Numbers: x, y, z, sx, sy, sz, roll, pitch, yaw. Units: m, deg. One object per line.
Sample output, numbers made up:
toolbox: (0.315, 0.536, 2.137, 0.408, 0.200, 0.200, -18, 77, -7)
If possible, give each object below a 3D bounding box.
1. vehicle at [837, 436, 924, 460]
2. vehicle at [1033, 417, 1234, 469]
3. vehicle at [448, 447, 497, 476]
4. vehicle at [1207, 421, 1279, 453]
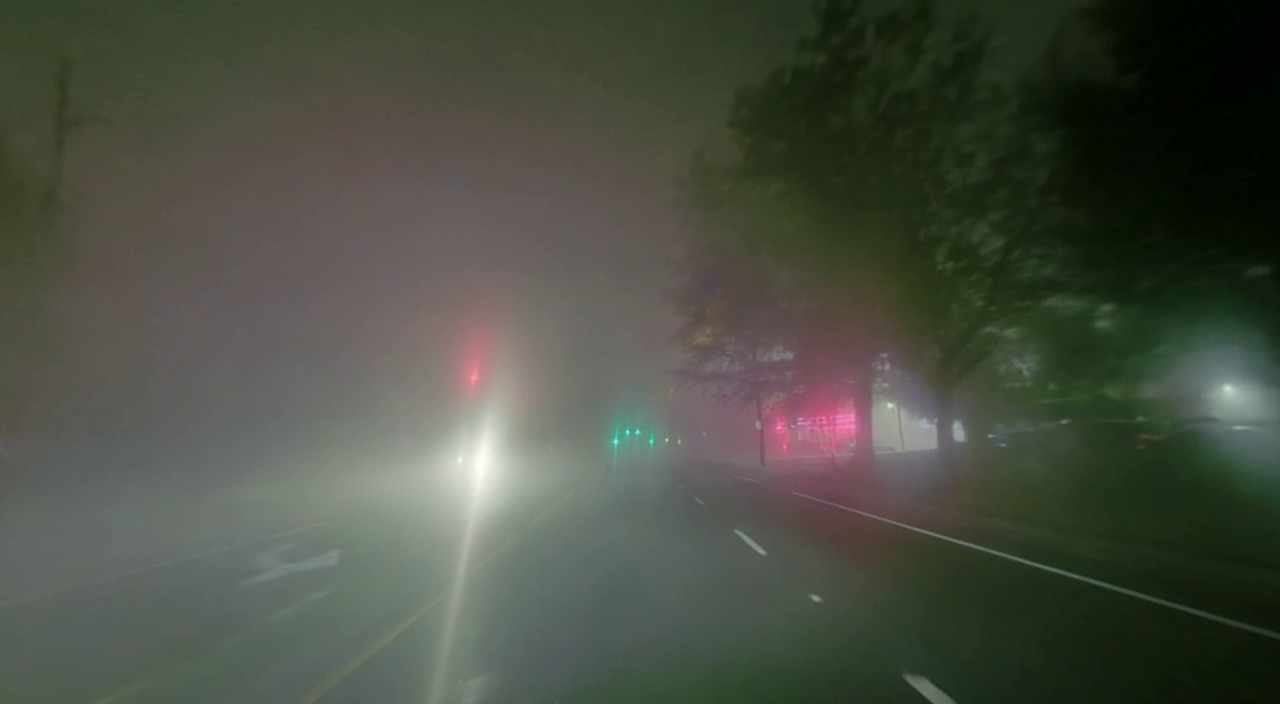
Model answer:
vehicle: (16.435, 6.611, 43.227, 5.124, 1.541, 2.070, 0, -10, -1)
vehicle: (16.311, 3.056, 21.020, 4.947, 1.587, 2.133, 1, -9, -2)
vehicle: (-11.115, 7.237, 41.965, 2.031, 1.674, 4.573, -3, -8, 0)
vehicle: (29.657, 3.998, 29.469, 1.749, 1.436, 4.792, 0, -9, 0)
